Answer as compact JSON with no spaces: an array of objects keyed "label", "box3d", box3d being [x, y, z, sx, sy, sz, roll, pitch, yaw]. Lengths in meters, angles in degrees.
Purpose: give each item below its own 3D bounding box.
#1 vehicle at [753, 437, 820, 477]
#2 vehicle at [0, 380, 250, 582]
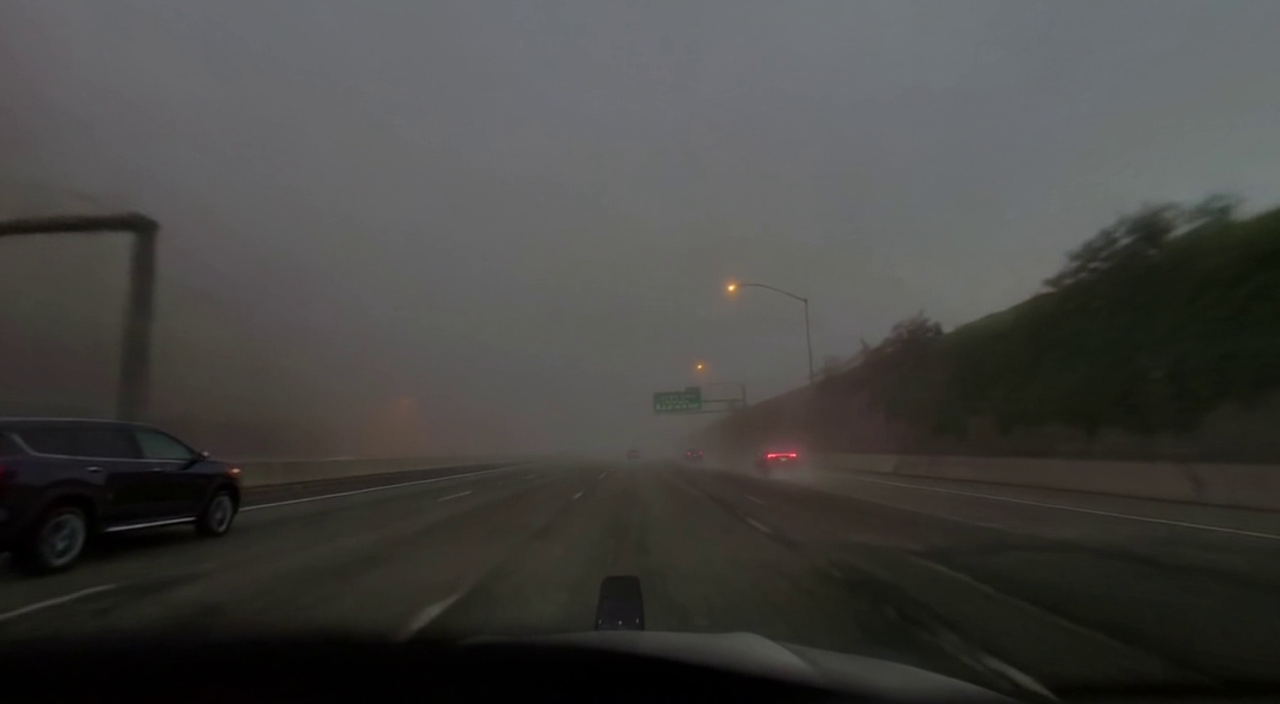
[{"label":"vehicle","box3d":[7.052,5.091,30.777,2.167,1.781,4.340,0,-9,-1]},{"label":"vehicle","box3d":[-7.630,1.503,7.651,2.431,2.005,5.166,0,-9,0]}]
